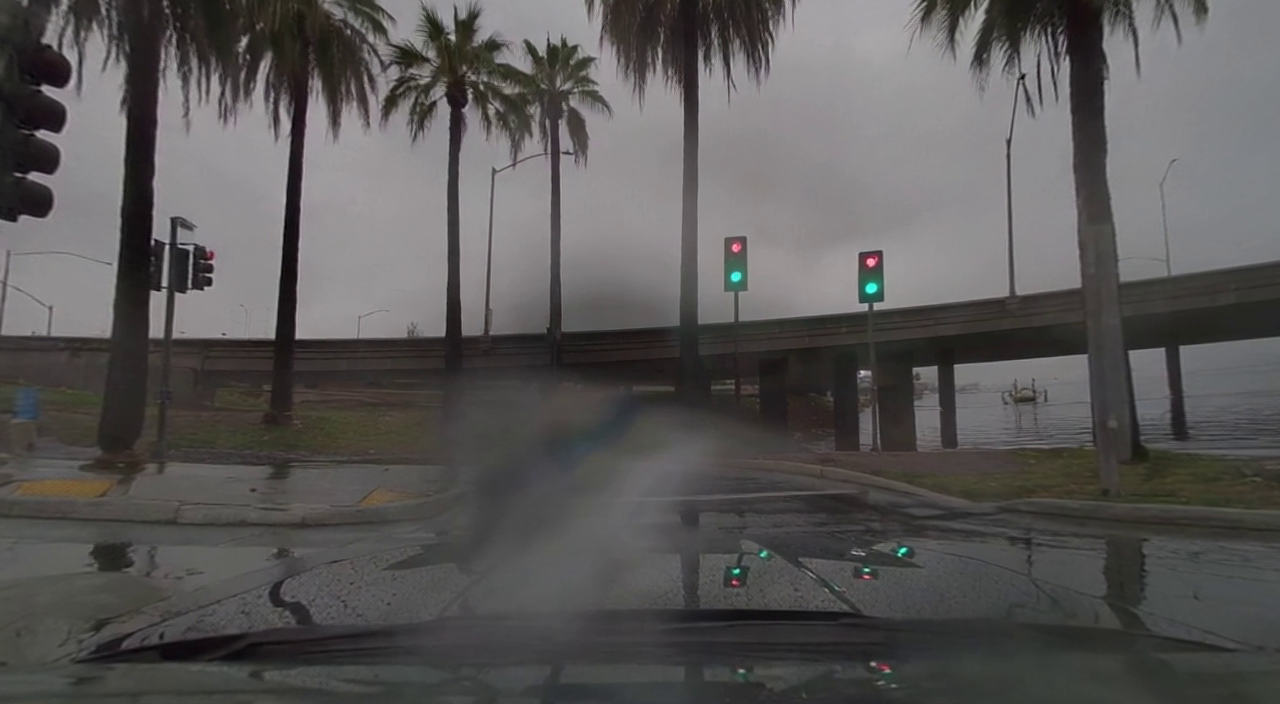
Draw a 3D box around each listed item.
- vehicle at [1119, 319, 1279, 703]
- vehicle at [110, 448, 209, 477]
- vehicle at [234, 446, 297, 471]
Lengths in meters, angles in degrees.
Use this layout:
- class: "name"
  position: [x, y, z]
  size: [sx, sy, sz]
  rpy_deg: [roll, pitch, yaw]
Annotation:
- class: "vehicle"
  position: [3.443, 0.518, 0.717]
  size: [2.028, 1.770, 4.737]
  rpy_deg: [0, -8, 0]
- class: "vehicle"
  position: [-26.587, 6.114, 35.037]
  size: [1.830, 1.443, 4.551]
  rpy_deg: [0, -8, 2]
- class: "vehicle"
  position: [-26.277, 7.452, 44.365]
  size: [1.941, 1.631, 4.017]
  rpy_deg: [0, -8, 0]
